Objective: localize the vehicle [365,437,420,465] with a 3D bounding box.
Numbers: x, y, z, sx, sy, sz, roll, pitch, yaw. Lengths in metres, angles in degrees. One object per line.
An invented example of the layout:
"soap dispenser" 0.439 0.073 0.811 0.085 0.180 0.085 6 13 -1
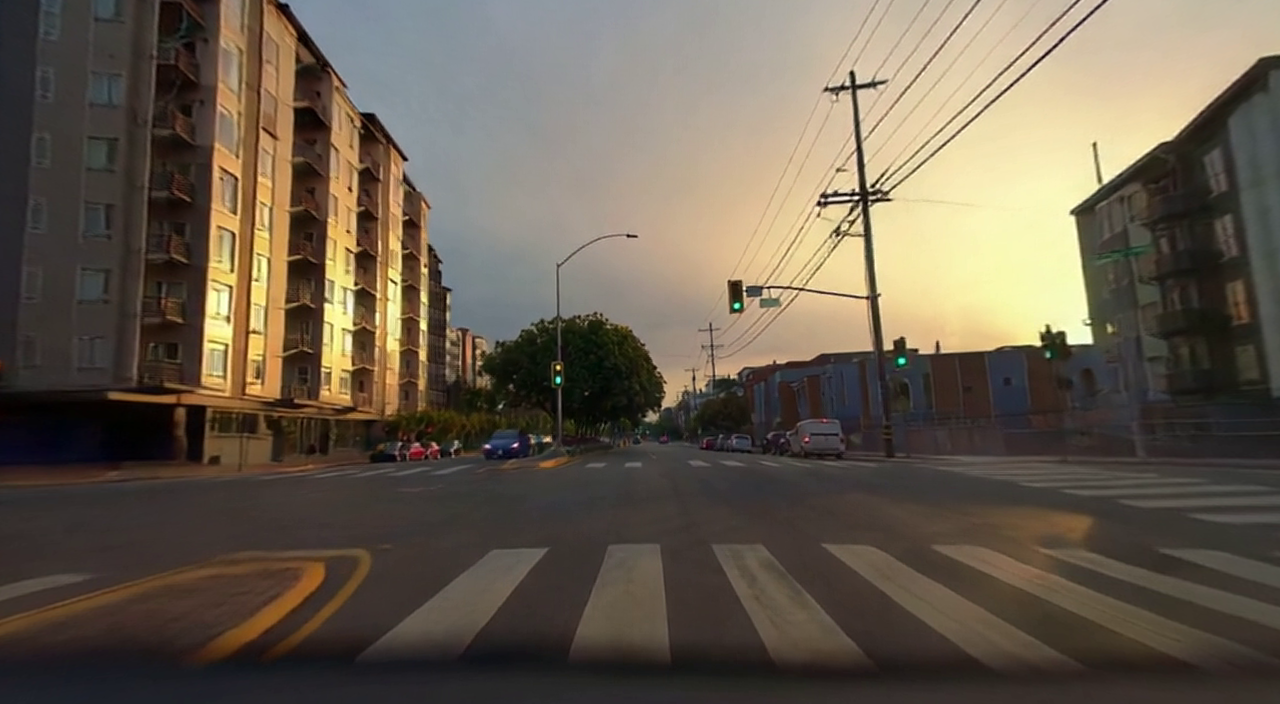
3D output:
"vehicle" -14.886 5.917 38.184 1.879 1.507 3.745 0 -6 -2

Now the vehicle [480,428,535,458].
"vehicle" -7.471 5.165 36.046 2.180 1.608 4.321 0 -8 0

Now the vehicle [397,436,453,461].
"vehicle" -14.886 6.708 44.014 2.124 1.626 4.908 0 -8 1

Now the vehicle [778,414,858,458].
"vehicle" 7.414 3.578 26.864 1.996 1.704 4.490 0 -8 -1

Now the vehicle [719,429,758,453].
"vehicle" 7.297 6.662 47.424 2.143 1.731 4.781 0 -8 0
